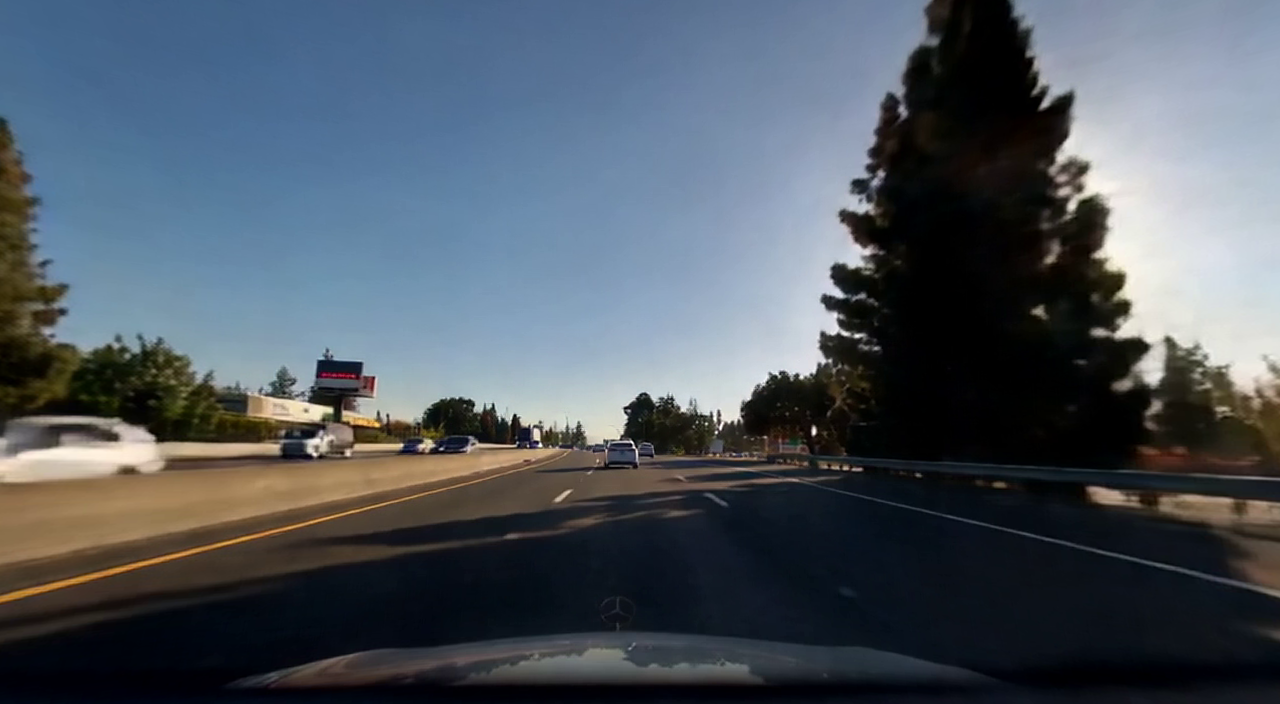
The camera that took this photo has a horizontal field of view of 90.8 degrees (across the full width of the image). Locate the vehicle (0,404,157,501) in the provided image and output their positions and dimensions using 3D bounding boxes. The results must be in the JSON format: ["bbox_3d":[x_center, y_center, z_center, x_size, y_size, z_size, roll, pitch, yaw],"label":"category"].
[{"bbox_3d":[-11.215,1.733,10.905,2.059,1.520,4.674,0,-9,0],"label":"vehicle"}]

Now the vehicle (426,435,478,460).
[{"bbox_3d":[-12.245,6.280,41.475,2.073,1.508,4.703,0,-9,-2],"label":"vehicle"}]

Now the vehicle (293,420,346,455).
[{"bbox_3d":[-23.596,6.333,46.638,2.020,2.495,3.677,0,-9,-3],"label":"vehicle"}]

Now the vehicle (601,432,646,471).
[{"bbox_3d":[-0.913,5.213,33.138,2.155,1.856,4.796,0,-9,-3],"label":"vehicle"}]

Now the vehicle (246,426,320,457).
[{"bbox_3d":[-23.320,5.908,41.541,2.041,1.867,5.283,0,-9,-3],"label":"vehicle"}]
